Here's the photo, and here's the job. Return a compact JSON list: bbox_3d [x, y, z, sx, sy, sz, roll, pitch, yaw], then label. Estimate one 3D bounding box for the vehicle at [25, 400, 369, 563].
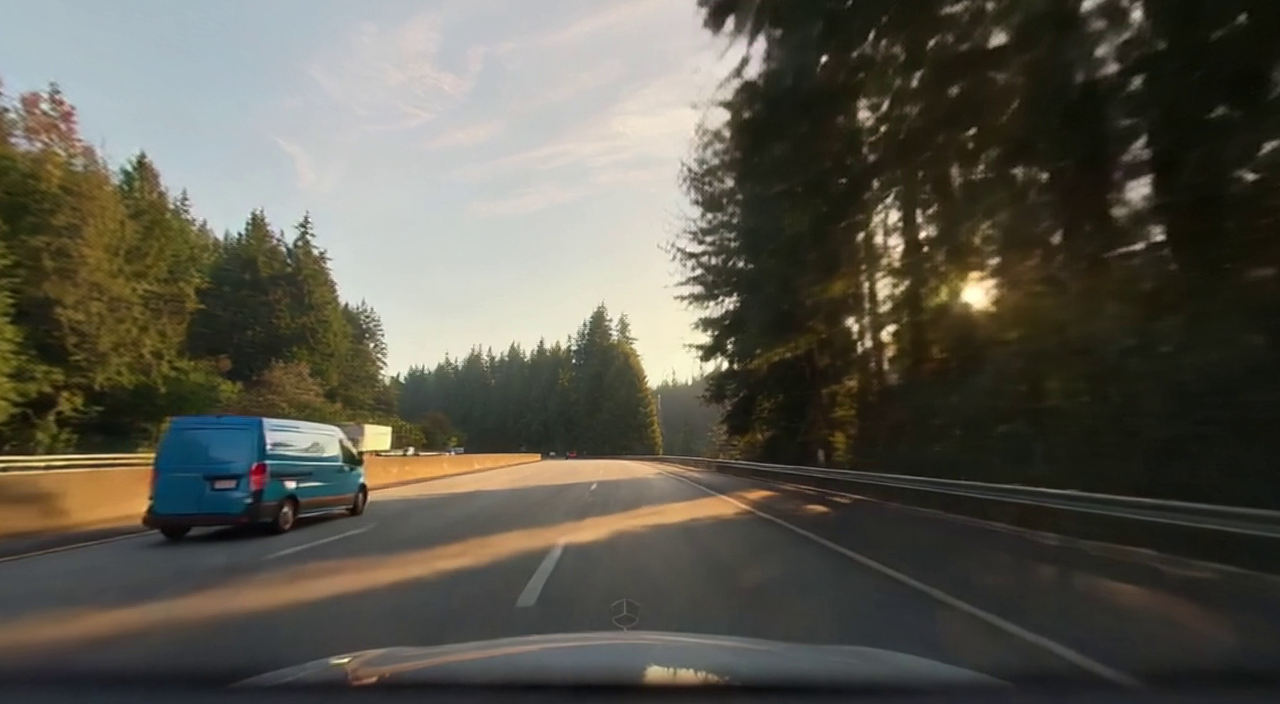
[{"bbox_3d":[-6.671,2.020,10.514,2.197,2.038,4.919,0,-9,-2],"label":"vehicle"}]
